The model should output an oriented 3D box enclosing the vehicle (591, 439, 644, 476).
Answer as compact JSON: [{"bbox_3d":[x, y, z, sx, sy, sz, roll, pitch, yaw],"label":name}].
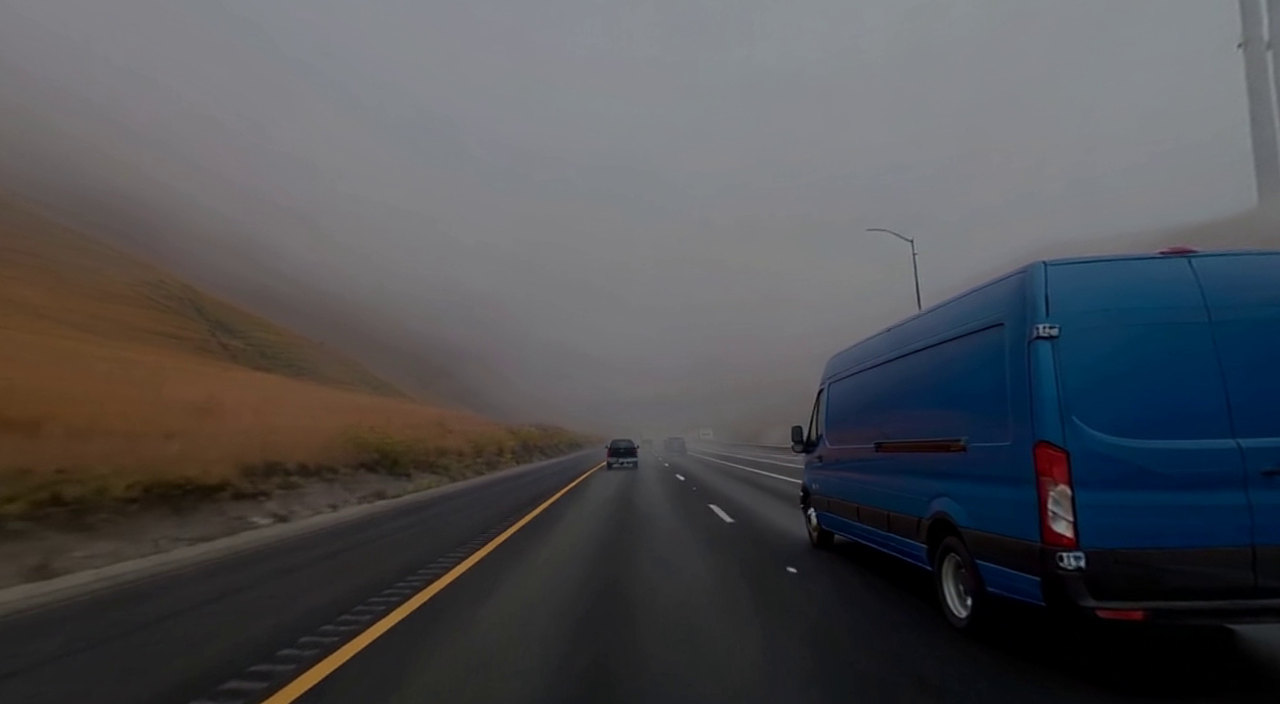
[{"bbox_3d":[-0.893,4.399,26.572,2.082,1.445,3.826,0,-8,0],"label":"vehicle"}]

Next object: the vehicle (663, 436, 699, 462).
[{"bbox_3d":[2.744,6.629,43.283,2.108,1.717,3.996,0,-8,-2],"label":"vehicle"}]

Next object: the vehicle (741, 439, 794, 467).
[{"bbox_3d":[6.940,5.554,34.912,1.858,1.475,4.421,0,-8,-2],"label":"vehicle"}]

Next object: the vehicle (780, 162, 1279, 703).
[{"bbox_3d":[3.122,0.825,5.658,2.365,2.630,5.754,0,-8,0],"label":"vehicle"}]

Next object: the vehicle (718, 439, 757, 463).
[{"bbox_3d":[6.480,6.644,42.588,1.850,1.475,4.460,0,-8,-1],"label":"vehicle"}]
